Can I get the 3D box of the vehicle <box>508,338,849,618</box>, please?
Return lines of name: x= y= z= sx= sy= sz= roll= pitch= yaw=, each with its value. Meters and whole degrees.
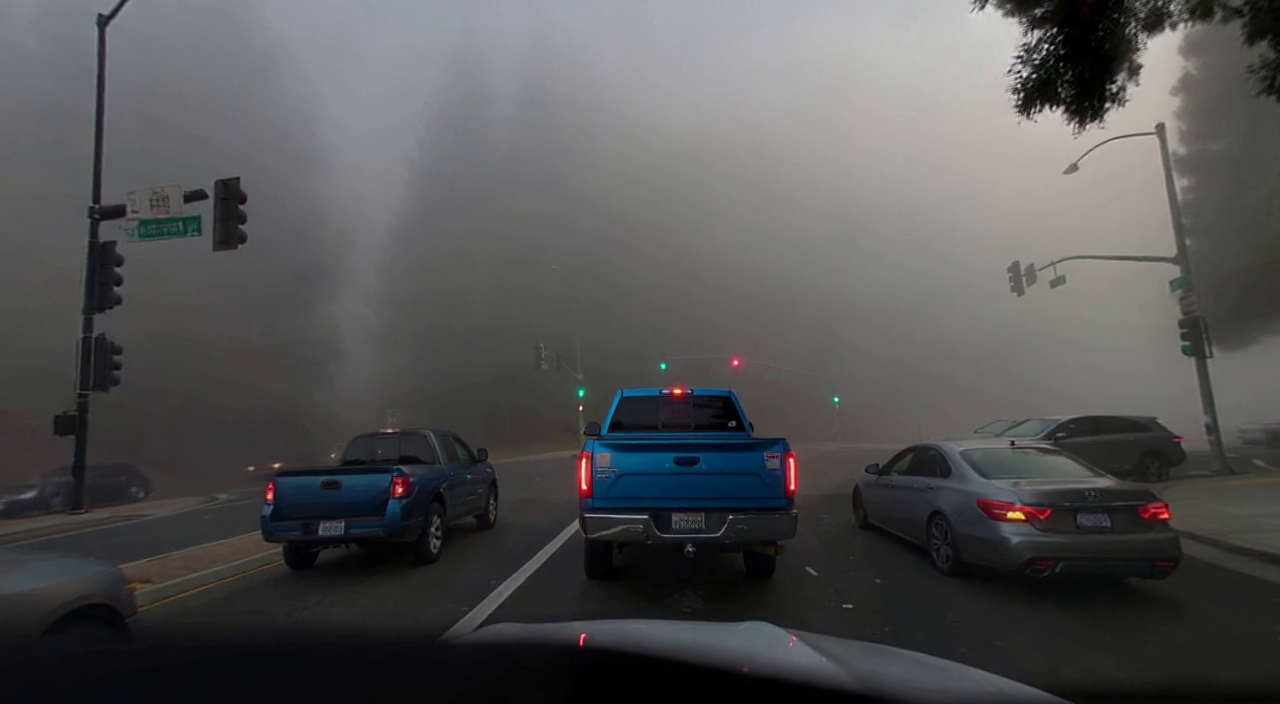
vehicle: x=0.324 y=1.272 z=7.150 sx=2.505 sy=2.084 sz=4.768 roll=0 pitch=-8 yaw=1

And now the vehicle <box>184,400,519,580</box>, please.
vehicle: x=-3.295 y=1.691 z=8.585 sx=2.125 sy=1.739 sz=4.707 roll=0 pitch=-8 yaw=3

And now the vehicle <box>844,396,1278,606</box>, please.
vehicle: x=4.045 y=1.499 z=7.187 sx=1.984 sy=1.659 sz=4.226 roll=0 pitch=-8 yaw=0

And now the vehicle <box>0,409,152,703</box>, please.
vehicle: x=-3.391 y=0.709 z=0.654 sx=1.998 sy=1.481 sz=4.656 roll=0 pitch=-8 yaw=1
